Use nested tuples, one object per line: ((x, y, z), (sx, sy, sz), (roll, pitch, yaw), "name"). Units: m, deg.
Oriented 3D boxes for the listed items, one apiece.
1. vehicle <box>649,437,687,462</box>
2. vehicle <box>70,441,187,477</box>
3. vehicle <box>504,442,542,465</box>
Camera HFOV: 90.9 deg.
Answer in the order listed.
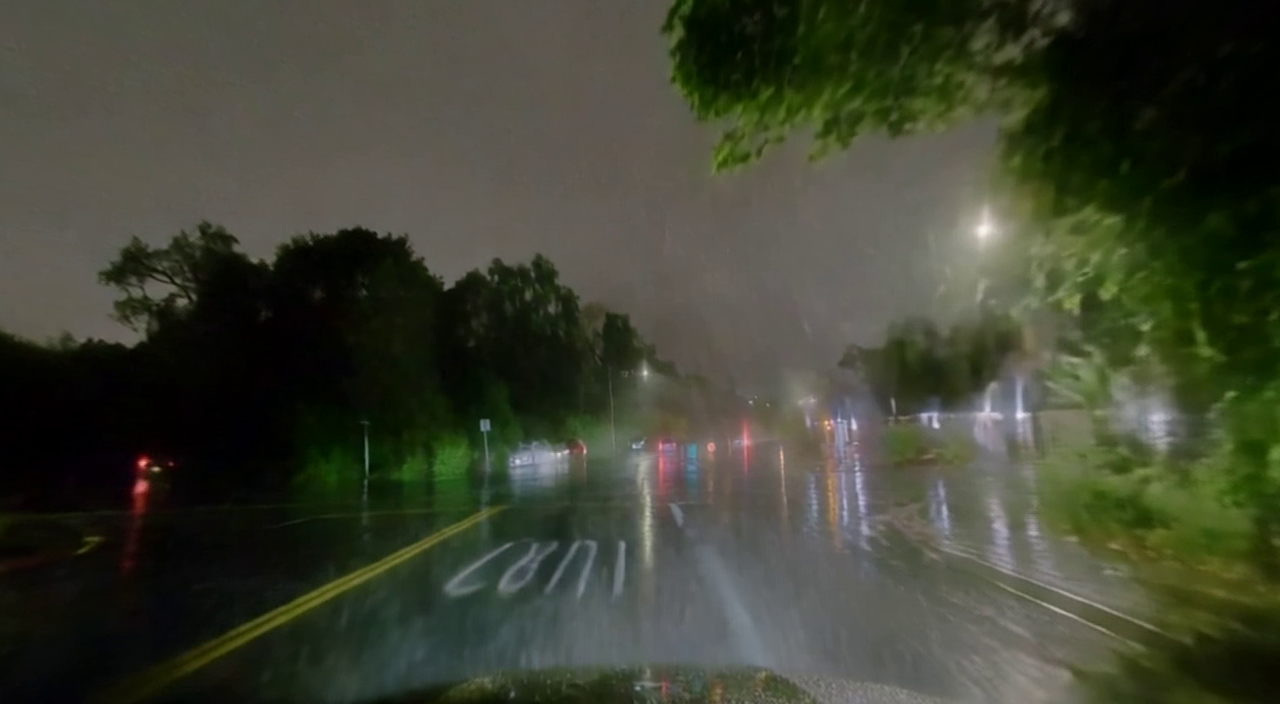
((1.695, 6.151, 39.794), (2.051, 1.461, 4.100), (0, -8, -2), "vehicle")
((-27.646, 5.744, 34.108), (4.986, 1.796, 2.066), (-2, -8, 12), "vehicle")
((-8.294, 7.234, 45.087), (2.102, 1.507, 4.049), (0, -8, -2), "vehicle")
